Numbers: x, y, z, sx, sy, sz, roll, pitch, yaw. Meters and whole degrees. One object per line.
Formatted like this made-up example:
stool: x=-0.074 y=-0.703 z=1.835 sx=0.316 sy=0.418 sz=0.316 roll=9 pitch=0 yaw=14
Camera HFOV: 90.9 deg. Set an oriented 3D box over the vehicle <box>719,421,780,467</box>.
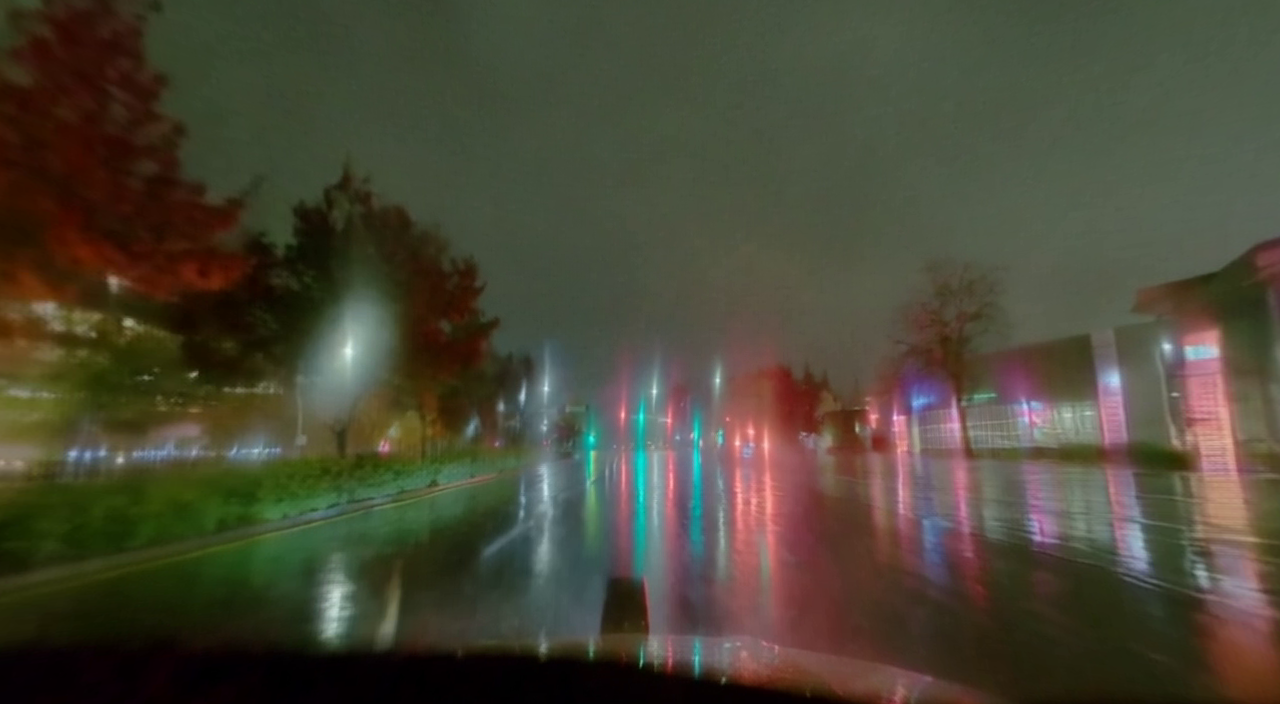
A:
vehicle: x=6.644 y=5.717 z=39.068 sx=2.762 sy=2.607 sz=6.182 roll=0 pitch=-8 yaw=1
